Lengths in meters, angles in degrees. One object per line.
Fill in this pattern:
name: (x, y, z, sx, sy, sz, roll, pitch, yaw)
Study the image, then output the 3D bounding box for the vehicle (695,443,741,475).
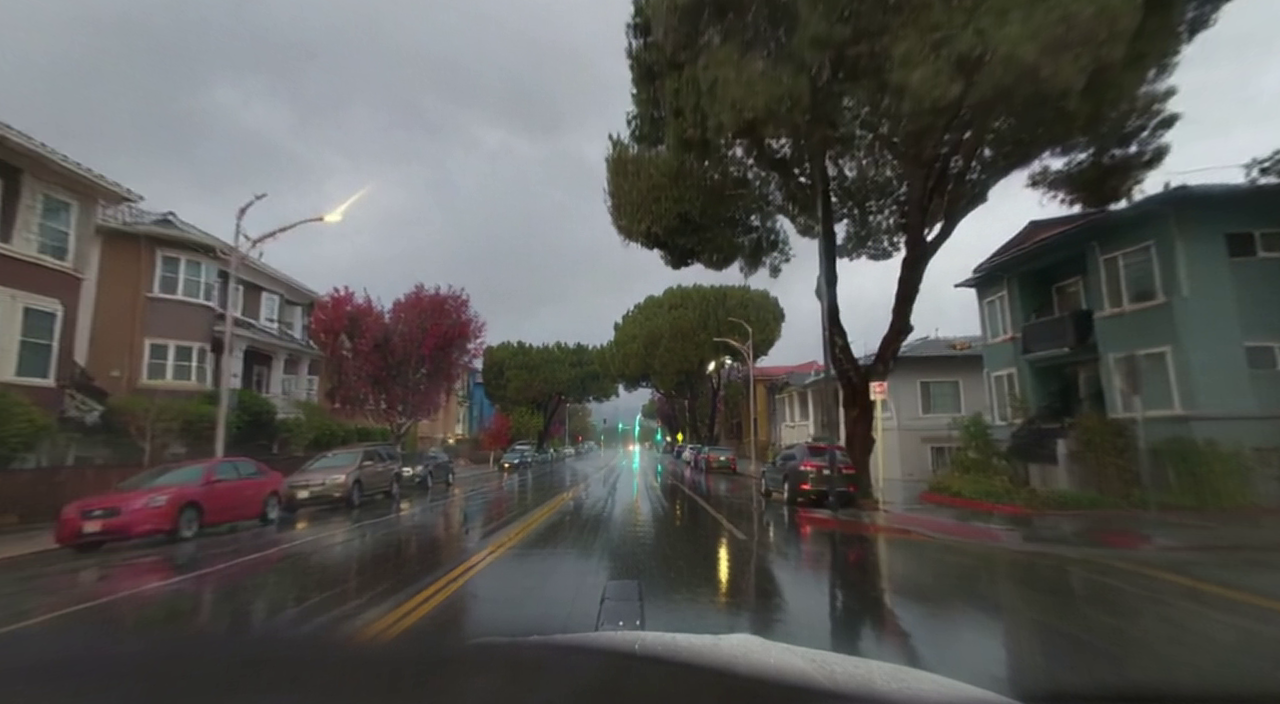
vehicle: (4.037, 5.597, 33.399, 1.845, 1.556, 3.929, 1, -9, -1)

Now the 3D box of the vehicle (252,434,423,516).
vehicle: (-7.894, 3.255, 17.220, 2.283, 1.853, 4.903, 0, -9, -1)

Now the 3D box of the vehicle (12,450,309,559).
vehicle: (-8.030, 2.538, 11.292, 1.967, 1.517, 4.360, 1, -9, -2)

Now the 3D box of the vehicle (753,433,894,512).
vehicle: (4.334, 2.918, 15.747, 2.034, 1.674, 4.271, 1, -9, -3)

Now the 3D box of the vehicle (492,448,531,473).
vehicle: (-8.292, 7.012, 41.058, 1.852, 1.482, 3.916, 0, -9, -2)
